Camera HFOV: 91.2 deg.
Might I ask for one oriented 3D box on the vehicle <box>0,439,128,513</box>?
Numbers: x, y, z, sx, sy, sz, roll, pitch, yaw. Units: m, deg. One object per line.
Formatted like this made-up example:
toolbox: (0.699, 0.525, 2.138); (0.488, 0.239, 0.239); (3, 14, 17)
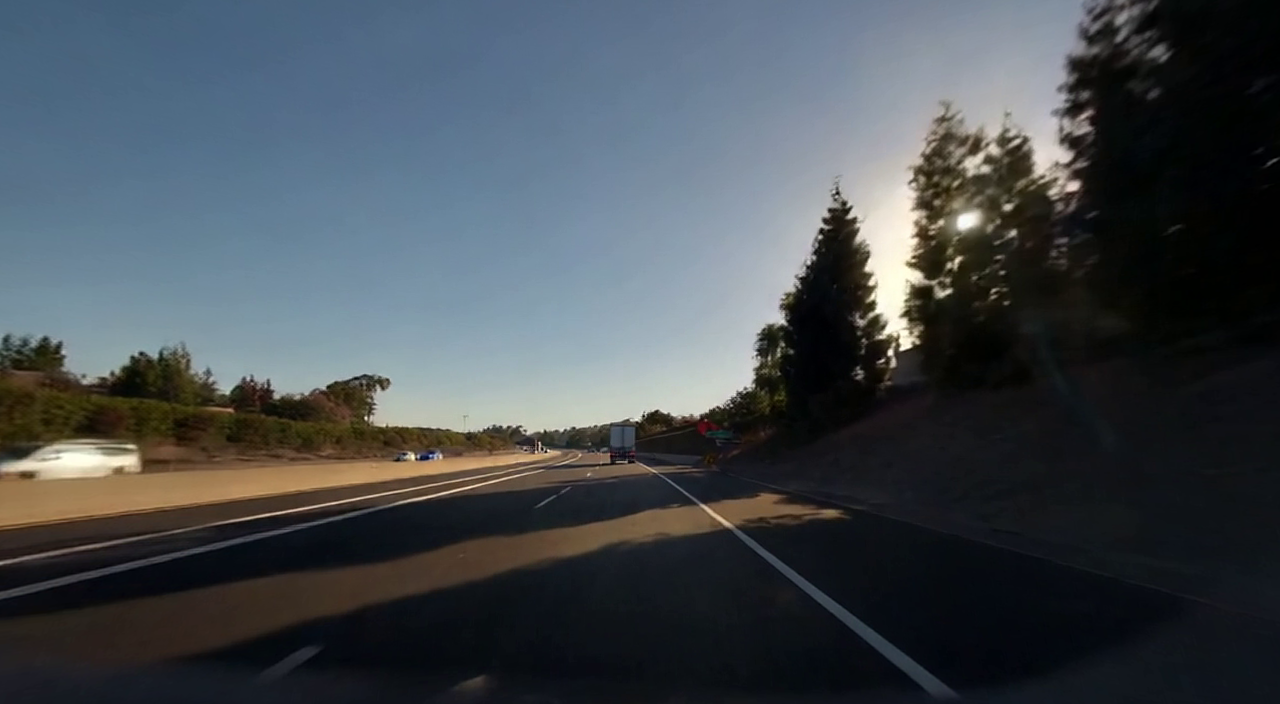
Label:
vehicle: (-14.136, 2.673, 13.687); (1.869, 1.513, 4.740); (0, -9, 0)

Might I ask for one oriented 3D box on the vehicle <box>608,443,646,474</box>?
vehicle: (-0.791, 6.516, 38.502); (2.230, 1.715, 4.243); (0, -9, -1)
